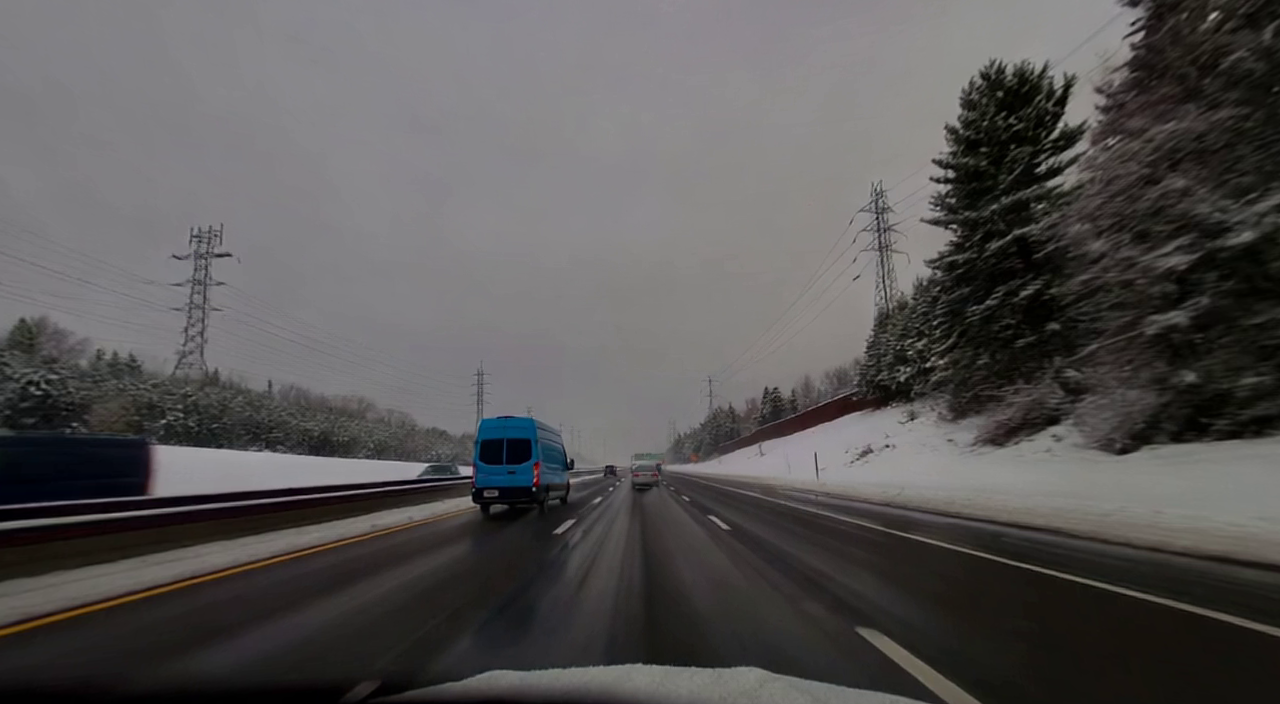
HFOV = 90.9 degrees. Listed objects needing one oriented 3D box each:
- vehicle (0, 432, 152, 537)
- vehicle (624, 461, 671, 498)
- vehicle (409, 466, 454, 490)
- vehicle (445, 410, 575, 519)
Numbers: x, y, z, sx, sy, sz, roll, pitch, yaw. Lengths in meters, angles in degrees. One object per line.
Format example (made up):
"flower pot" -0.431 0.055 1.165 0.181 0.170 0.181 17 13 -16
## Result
"vehicle" -12.221 2.485 11.984 2.083 1.798 4.610 0 -11 0
"vehicle" 0.319 5.804 28.848 2.006 1.554 3.863 1 -10 -1
"vehicle" -12.745 7.705 38.657 1.579 1.366 3.348 1 -10 -1
"vehicle" -3.518 3.373 18.839 2.394 2.609 6.875 1 -11 0
